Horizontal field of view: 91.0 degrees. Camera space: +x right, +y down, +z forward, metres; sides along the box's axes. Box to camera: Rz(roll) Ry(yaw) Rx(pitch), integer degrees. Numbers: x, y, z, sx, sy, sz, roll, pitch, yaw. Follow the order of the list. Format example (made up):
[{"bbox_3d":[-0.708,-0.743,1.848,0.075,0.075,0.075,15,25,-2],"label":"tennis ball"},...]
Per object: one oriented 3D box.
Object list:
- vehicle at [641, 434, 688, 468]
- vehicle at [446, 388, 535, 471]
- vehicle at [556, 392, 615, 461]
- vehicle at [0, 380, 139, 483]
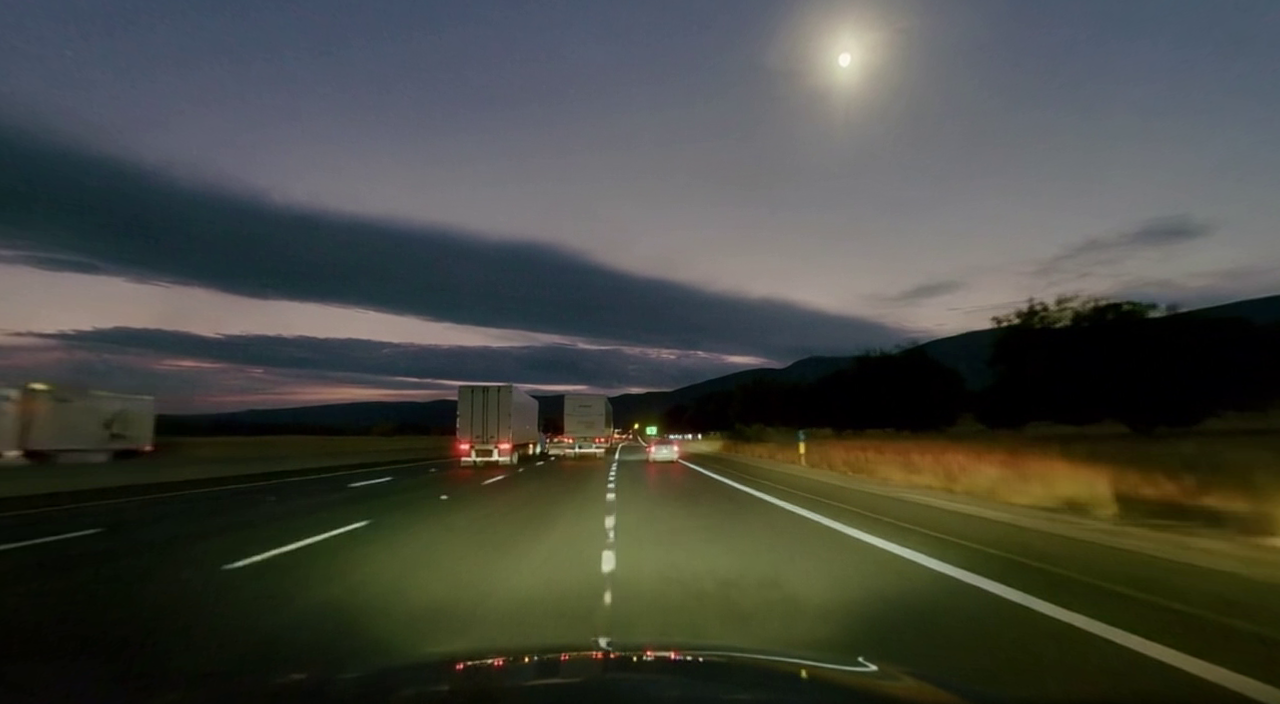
[{"bbox_3d":[1.088,4.647,29.812,1.891,1.477,3.599,0,-8,-3],"label":"vehicle"},{"bbox_3d":[-6.765,3.674,29.578,2.728,3.405,7.096,0,-8,-3],"label":"vehicle"},{"bbox_3d":[-3.715,5.616,46.064,3.475,4.037,17.454,0,-8,-3],"label":"vehicle"},{"bbox_3d":[-26.616,3.384,26.527,2.933,3.990,9.988,0,-8,-2],"label":"vehicle"}]
